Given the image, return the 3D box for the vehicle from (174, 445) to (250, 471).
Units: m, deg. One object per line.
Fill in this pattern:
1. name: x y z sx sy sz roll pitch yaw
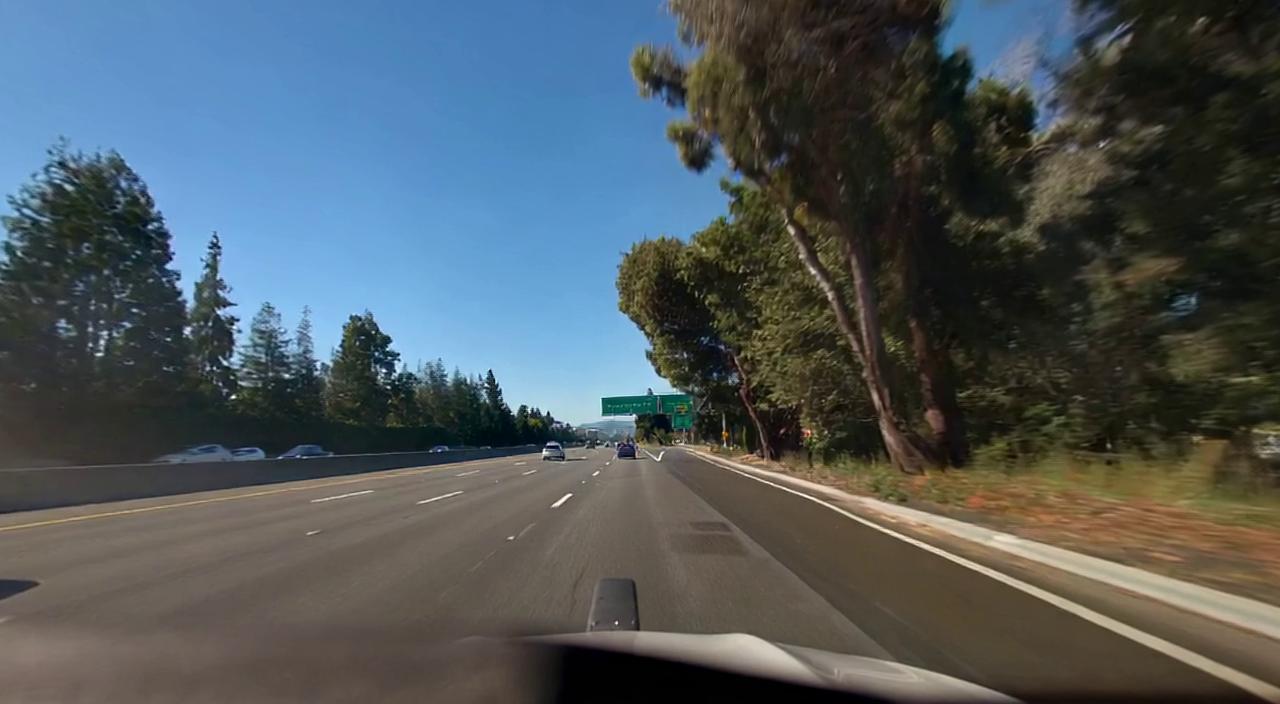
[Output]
1. vehicle: -29.407 7.301 43.594 2.115 1.686 4.501 0 -9 0
